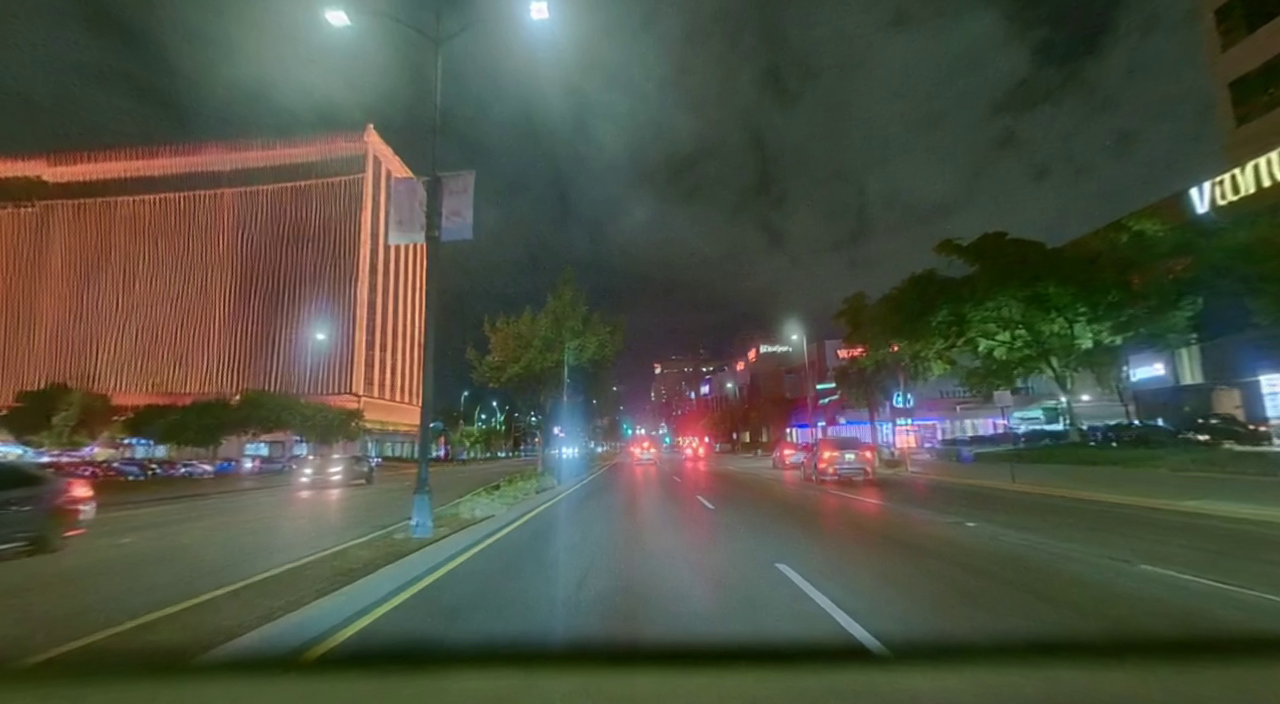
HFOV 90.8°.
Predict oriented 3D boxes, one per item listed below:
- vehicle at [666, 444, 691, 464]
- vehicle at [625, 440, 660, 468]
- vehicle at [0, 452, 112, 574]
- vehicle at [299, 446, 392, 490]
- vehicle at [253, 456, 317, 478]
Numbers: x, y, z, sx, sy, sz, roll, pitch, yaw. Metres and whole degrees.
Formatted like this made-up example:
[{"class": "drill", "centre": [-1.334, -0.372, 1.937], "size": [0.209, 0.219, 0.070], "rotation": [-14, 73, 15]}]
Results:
[{"class": "vehicle", "centre": [3.021, 8.054, 49.974], "size": [1.685, 1.441, 3.795], "rotation": [0, -8, -1]}, {"class": "vehicle", "centre": [0.122, 6.469, 40.198], "size": [2.100, 1.683, 4.231], "rotation": [0, -8, -1]}, {"class": "vehicle", "centre": [-8.843, 1.905, 7.164], "size": [1.939, 1.470, 4.366], "rotation": [0, -9, 0]}, {"class": "vehicle", "centre": [-13.047, 5.110, 28.345], "size": [1.953, 1.778, 4.482], "rotation": [0, -8, 0]}, {"class": "vehicle", "centre": [-26.234, 8.531, 46.915], "size": [1.815, 1.470, 4.581], "rotation": [-1, -8, 4]}]
